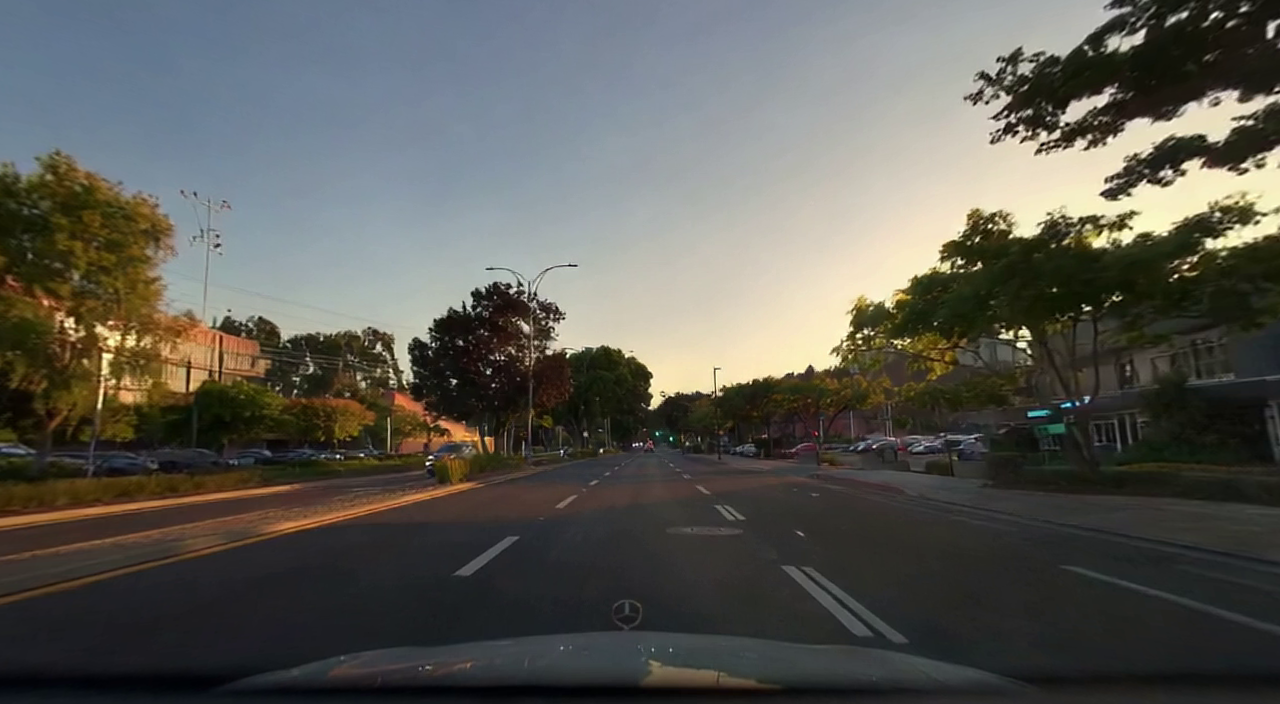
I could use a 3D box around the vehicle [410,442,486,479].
[{"bbox_3d":[-8.684,4.939,28.894,1.961,1.559,4.480,-1,-9,2],"label":"vehicle"}]
